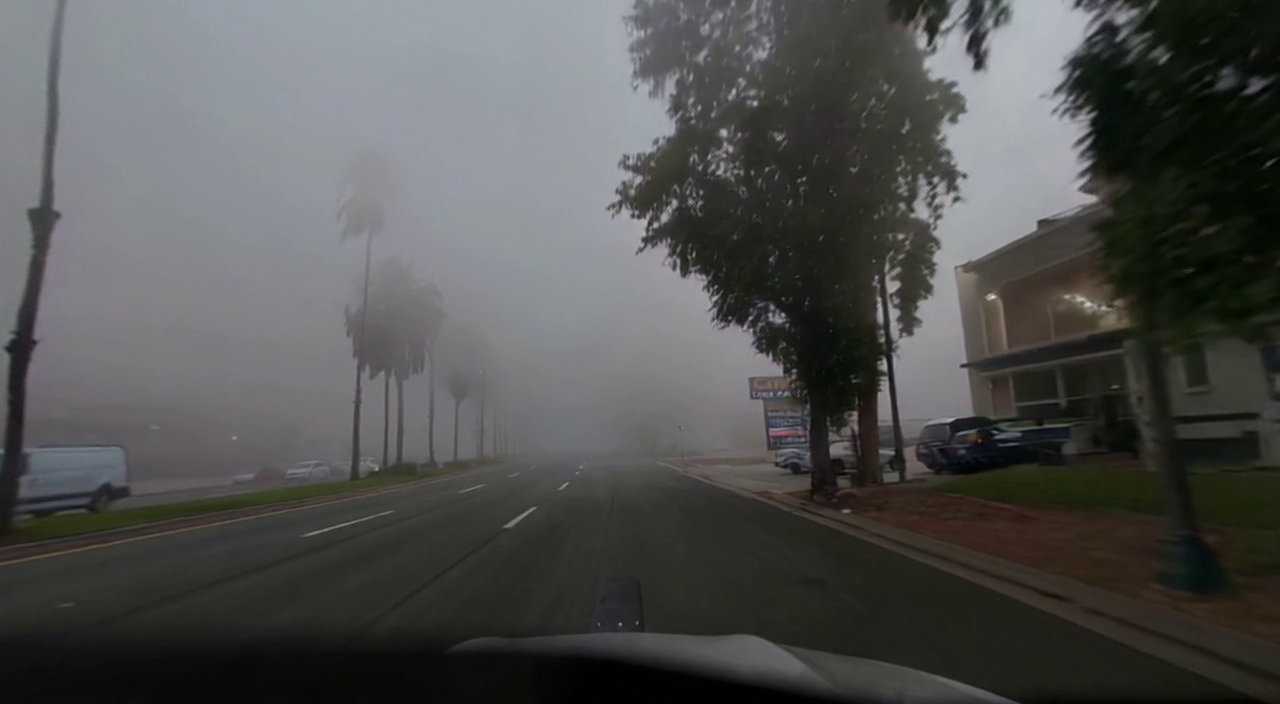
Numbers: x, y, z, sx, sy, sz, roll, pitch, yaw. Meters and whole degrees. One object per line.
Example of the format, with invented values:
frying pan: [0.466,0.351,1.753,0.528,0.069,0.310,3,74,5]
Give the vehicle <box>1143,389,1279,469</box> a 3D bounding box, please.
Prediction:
vehicle: [22.090,2.886,23.056,2.434,2.604,5.700,0,-9,-3]

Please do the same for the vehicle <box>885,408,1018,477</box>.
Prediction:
vehicle: [11.475,3.333,23.068,2.514,2.172,5.798,-9,-12,43]

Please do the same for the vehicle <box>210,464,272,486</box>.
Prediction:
vehicle: [-28.927,8.913,45.946,1.909,1.436,4.443,0,-9,-5]

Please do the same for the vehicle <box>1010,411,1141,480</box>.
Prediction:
vehicle: [15.745,3.345,23.368,2.525,2.043,6.684,-7,-8,23]

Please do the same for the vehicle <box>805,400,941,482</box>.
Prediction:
vehicle: [9.324,3.537,24.996,5.942,2.851,2.531,8,-12,-43]

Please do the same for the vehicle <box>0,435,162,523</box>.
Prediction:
vehicle: [-16.394,3.346,17.107,2.379,2.034,5.893,0,-9,-2]

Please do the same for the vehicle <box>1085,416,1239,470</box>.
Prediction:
vehicle: [18.915,3.373,23.225,1.922,1.770,4.425,-1,-9,2]
